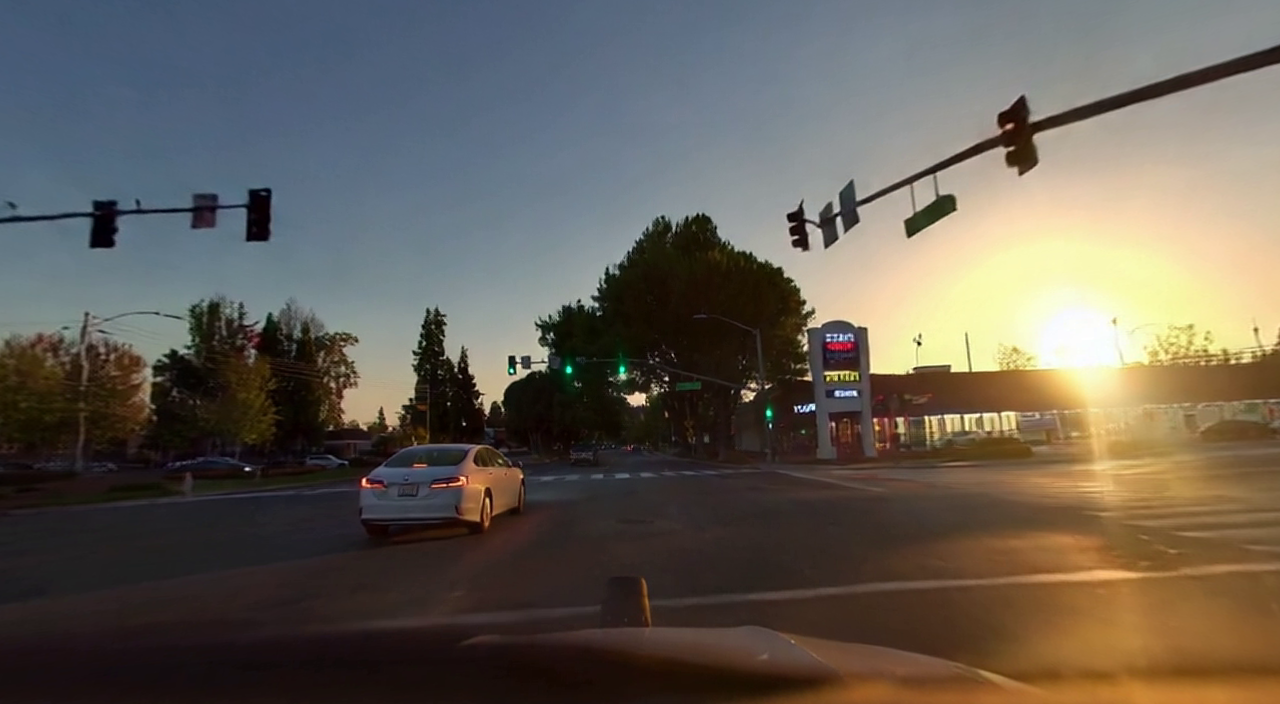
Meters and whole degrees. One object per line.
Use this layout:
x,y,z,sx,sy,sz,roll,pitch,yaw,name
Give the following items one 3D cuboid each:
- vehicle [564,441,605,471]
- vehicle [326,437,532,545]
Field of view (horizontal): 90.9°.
-3.332,6.341,38.568,2.109,1.692,4.220,0,-8,0,vehicle
-3.287,2.244,10.926,2.018,1.477,4.401,0,-8,0,vehicle
